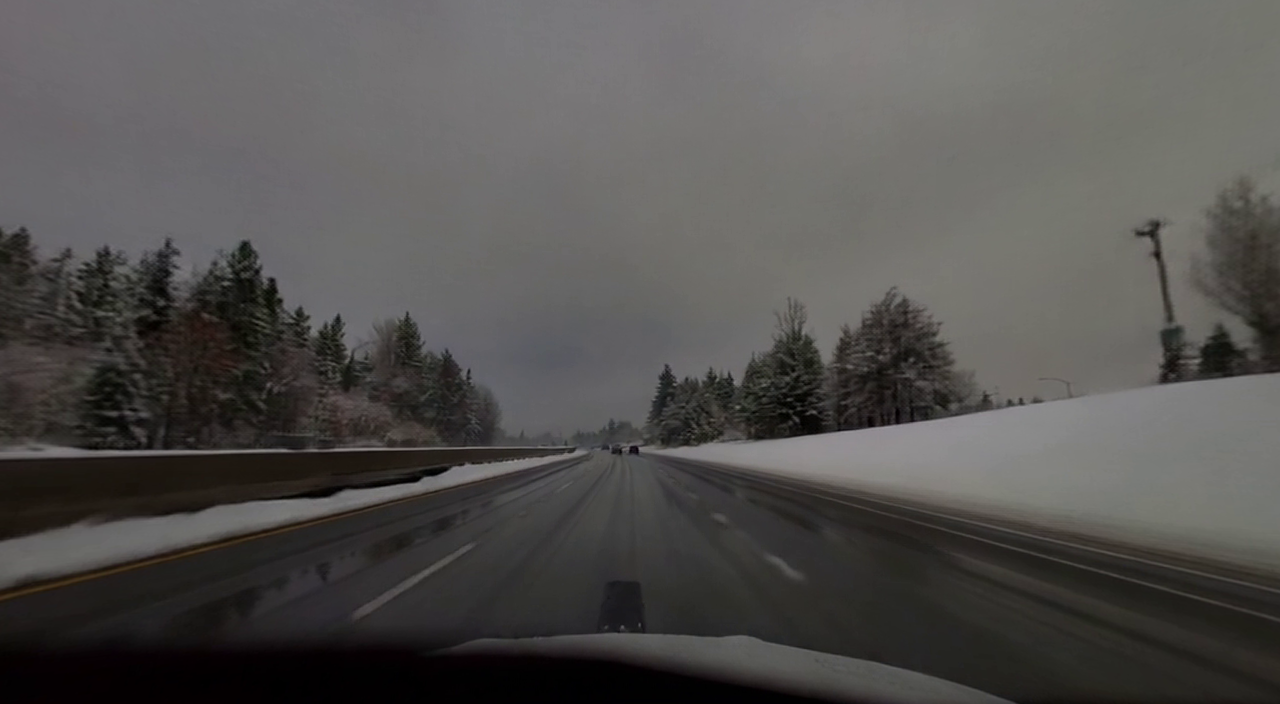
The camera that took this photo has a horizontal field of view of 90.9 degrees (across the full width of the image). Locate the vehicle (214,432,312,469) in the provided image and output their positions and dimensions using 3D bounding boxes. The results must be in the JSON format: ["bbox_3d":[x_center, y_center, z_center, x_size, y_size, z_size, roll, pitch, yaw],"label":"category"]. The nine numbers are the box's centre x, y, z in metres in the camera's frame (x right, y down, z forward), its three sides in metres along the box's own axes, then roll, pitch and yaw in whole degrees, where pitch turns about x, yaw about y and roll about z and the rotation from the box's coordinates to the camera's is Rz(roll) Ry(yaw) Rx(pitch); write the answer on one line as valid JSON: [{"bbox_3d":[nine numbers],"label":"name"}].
[{"bbox_3d":[-19.895,5.261,33.586,2.027,1.781,5.017,0,-9,1],"label":"vehicle"}]
